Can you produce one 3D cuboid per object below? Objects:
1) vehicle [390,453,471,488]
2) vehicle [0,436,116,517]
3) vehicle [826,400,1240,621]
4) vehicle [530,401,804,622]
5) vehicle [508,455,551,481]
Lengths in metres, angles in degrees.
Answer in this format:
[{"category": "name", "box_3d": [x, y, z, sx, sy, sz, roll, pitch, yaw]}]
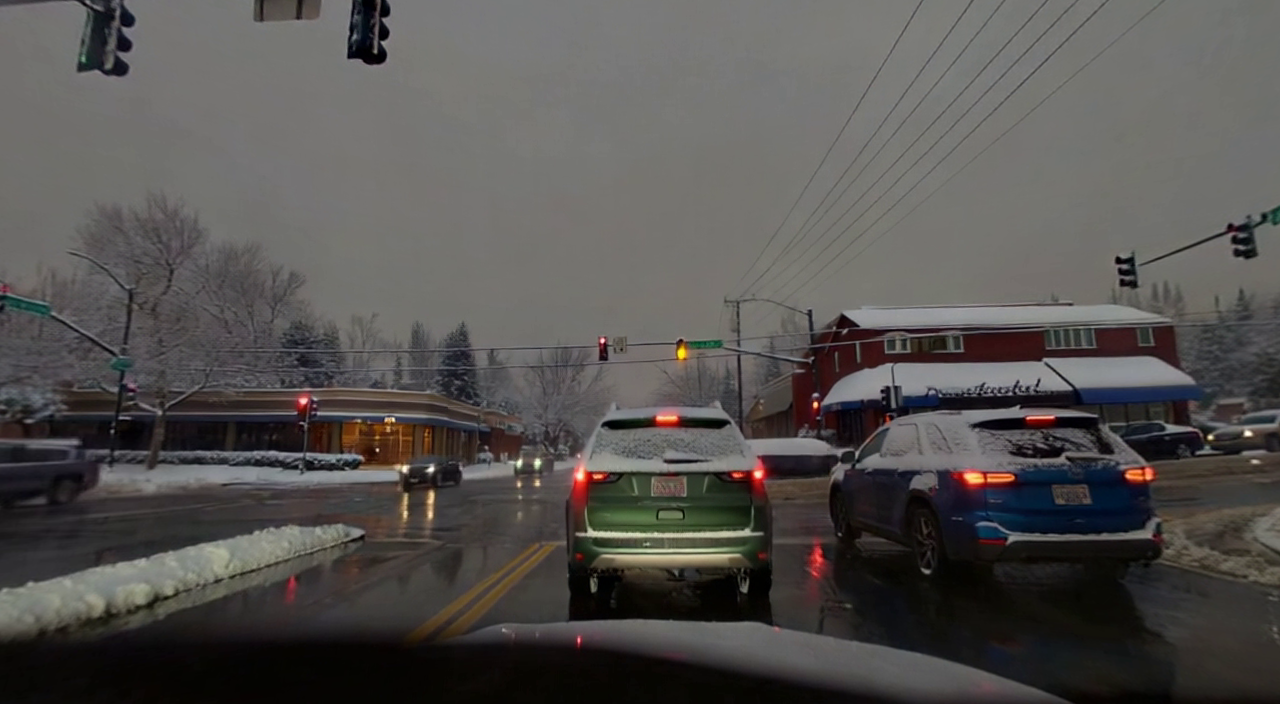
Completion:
[{"category": "vehicle", "box_3d": [-9.863, 5.617, 30.138, 1.911, 1.461, 4.691, -1, -8, 5]}, {"category": "vehicle", "box_3d": [-14.831, 2.784, 14.161, 1.936, 1.740, 4.647, -1, -8, 3]}, {"category": "vehicle", "box_3d": [3.613, 1.517, 6.973, 1.976, 1.664, 4.189, -1, -8, 2]}, {"category": "vehicle", "box_3d": [0.257, 1.511, 6.827, 2.098, 1.682, 3.778, 0, -8, 2]}, {"category": "vehicle", "box_3d": [-8.457, 8.940, 48.766, 2.029, 1.776, 4.711, -1, -8, 6]}]
